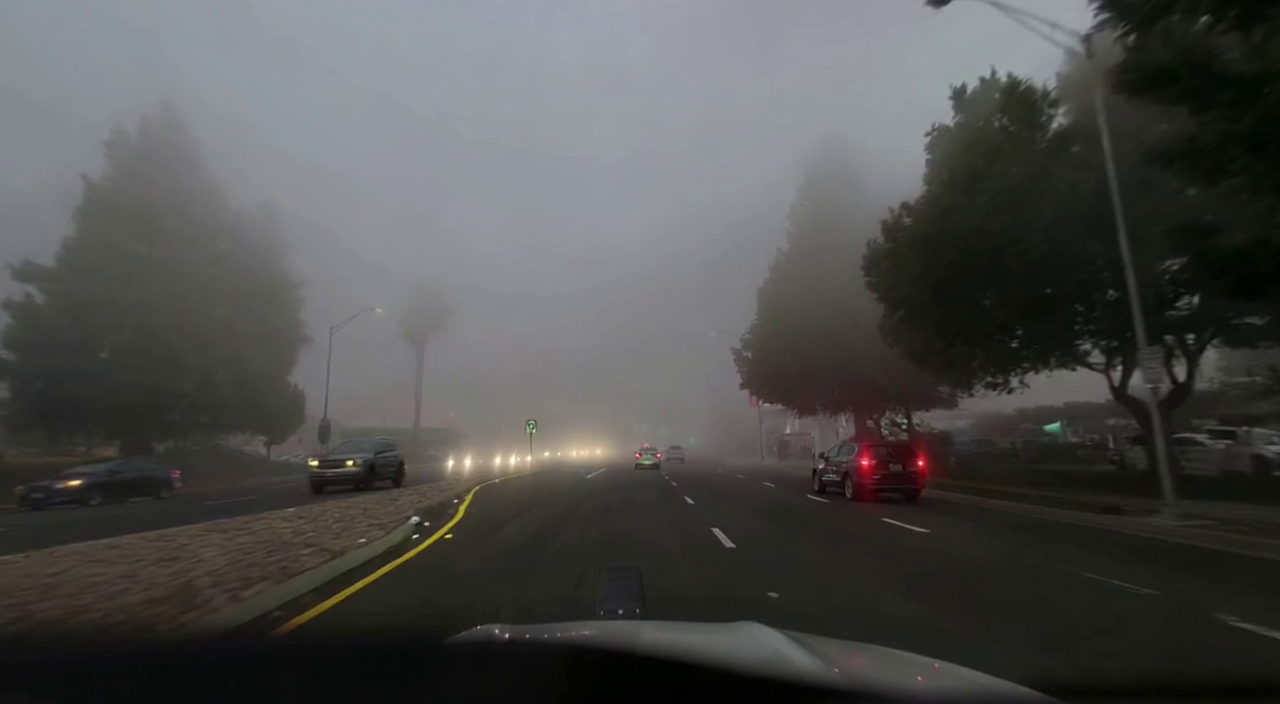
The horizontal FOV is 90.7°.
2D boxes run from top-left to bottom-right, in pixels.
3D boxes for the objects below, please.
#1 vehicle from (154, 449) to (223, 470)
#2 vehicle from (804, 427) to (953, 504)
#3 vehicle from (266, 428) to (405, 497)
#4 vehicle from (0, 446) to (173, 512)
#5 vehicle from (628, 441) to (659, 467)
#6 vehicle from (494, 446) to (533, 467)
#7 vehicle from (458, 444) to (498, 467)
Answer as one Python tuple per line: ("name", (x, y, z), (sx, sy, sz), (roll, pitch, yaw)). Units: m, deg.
("vehicle", (-35.175, 8.377, 49.330), (3.864, 1.530, 1.961), (0, -8, 2))
("vehicle", (6.279, 3.046, 17.438), (2.066, 1.807, 4.893), (0, -8, -1))
("vehicle", (-9.534, 3.494, 20.356), (2.061, 1.915, 4.589), (-1, -9, 2))
("vehicle", (-16.269, 3.554, 18.294), (1.965, 1.638, 4.589), (0, -9, 1))
("vehicle", (0.249, 7.491, 46.659), (2.177, 1.754, 3.815), (0, -8, 1))
("vehicle", (-9.161, 7.592, 46.256), (1.891, 1.473, 4.297), (-1, -9, 1))
("vehicle", (-12.725, 8.139, 49.944), (1.958, 1.701, 4.082), (-1, -9, 2))
